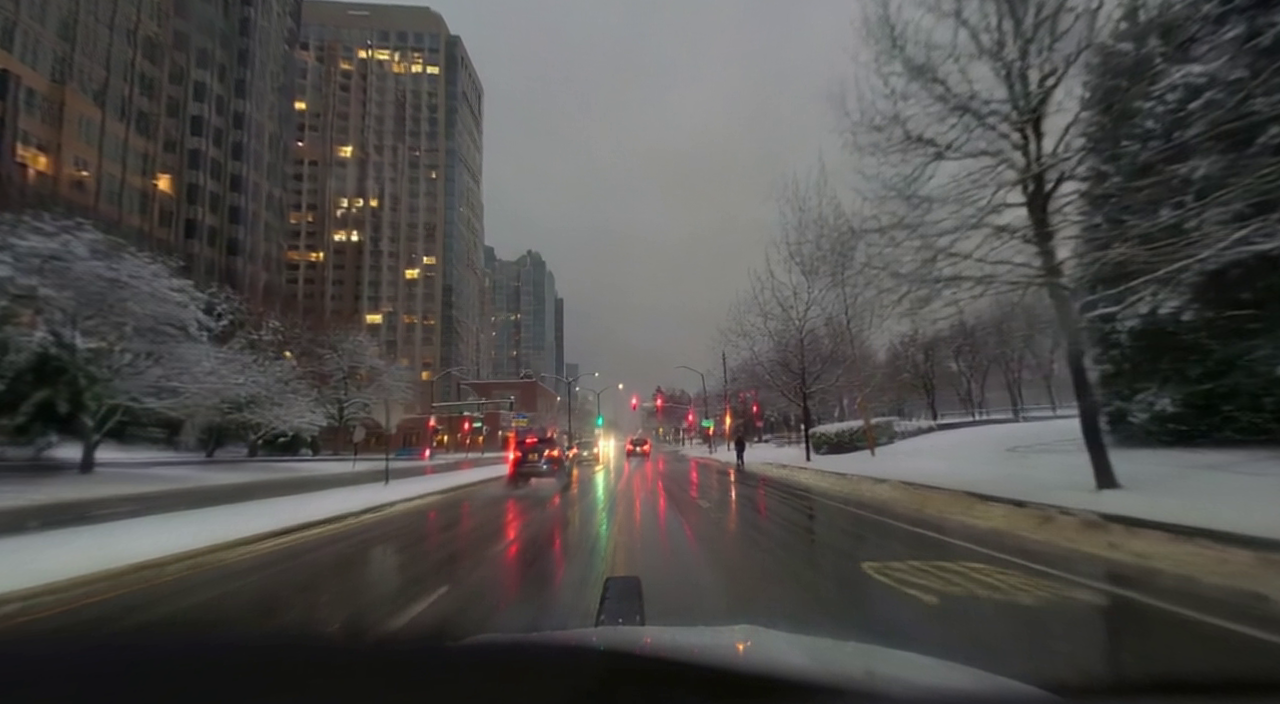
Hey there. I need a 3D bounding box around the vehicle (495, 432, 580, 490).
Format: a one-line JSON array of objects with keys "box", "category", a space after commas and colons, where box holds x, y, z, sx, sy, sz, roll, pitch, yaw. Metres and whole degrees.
[{"box": [-3.318, 3.652, 21.437, 2.116, 1.725, 4.315, 0, -9, 1], "category": "vehicle"}]

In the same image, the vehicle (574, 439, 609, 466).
[{"box": [-3.436, 7.189, 45.451, 2.152, 1.802, 4.628, 0, -9, 0], "category": "vehicle"}]

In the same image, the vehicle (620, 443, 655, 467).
[{"box": [-0.148, 6.515, 40.012, 2.095, 1.438, 3.843, 0, -9, 0], "category": "vehicle"}]
